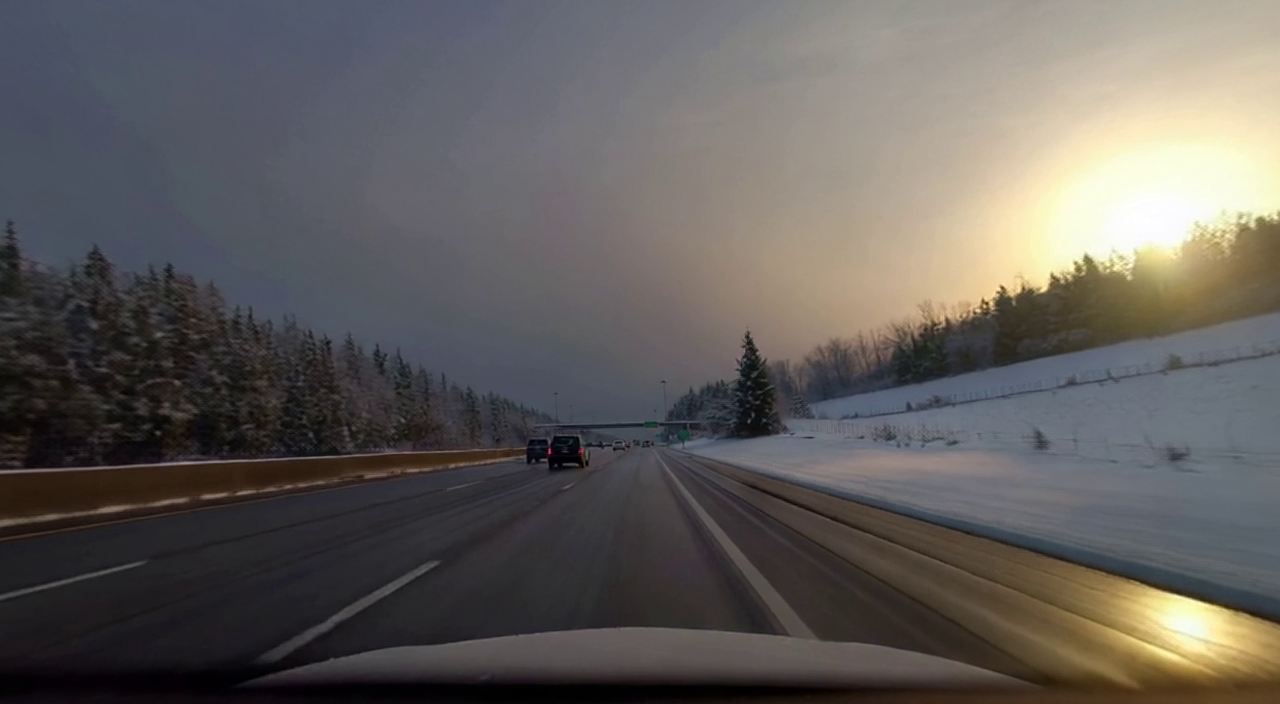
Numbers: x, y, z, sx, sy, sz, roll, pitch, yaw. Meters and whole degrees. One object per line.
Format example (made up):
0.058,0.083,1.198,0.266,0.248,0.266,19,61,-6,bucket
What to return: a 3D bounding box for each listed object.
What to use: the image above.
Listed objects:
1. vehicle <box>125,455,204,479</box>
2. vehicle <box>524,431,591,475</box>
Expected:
-32.677,7.927,43.521,1.793,1.480,4.596,0,-8,0,vehicle
-3.635,4.584,28.801,2.283,1.802,4.810,0,-9,1,vehicle
